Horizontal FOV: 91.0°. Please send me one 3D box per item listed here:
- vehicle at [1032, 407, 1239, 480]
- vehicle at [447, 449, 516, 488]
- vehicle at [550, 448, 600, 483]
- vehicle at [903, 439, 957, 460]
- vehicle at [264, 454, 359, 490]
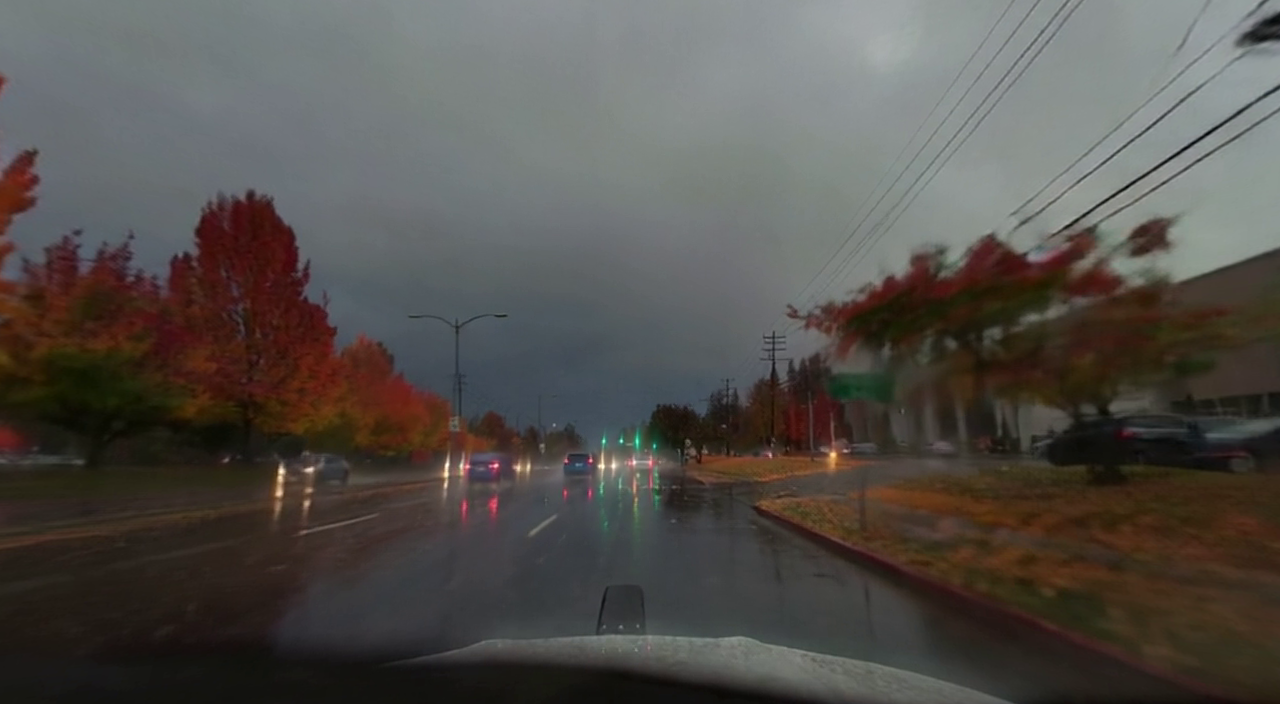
[{"bbox_3d":[13.082,2.408,16.994,1.862,1.559,3.959,-4,-6,-11],"label":"vehicle"},{"bbox_3d":[-7.092,5.223,28.659,1.932,1.596,4.247,0,-9,1],"label":"vehicle"},{"bbox_3d":[-3.374,5.981,33.450,2.085,1.663,4.513,0,-9,1],"label":"vehicle"},{"bbox_3d":[22.147,7.466,48.257,1.884,1.532,4.745,0,-9,1],"label":"vehicle"},{"bbox_3d":[-15.790,5.761,30.640,1.969,1.503,4.797,0,-9,1],"label":"vehicle"}]
